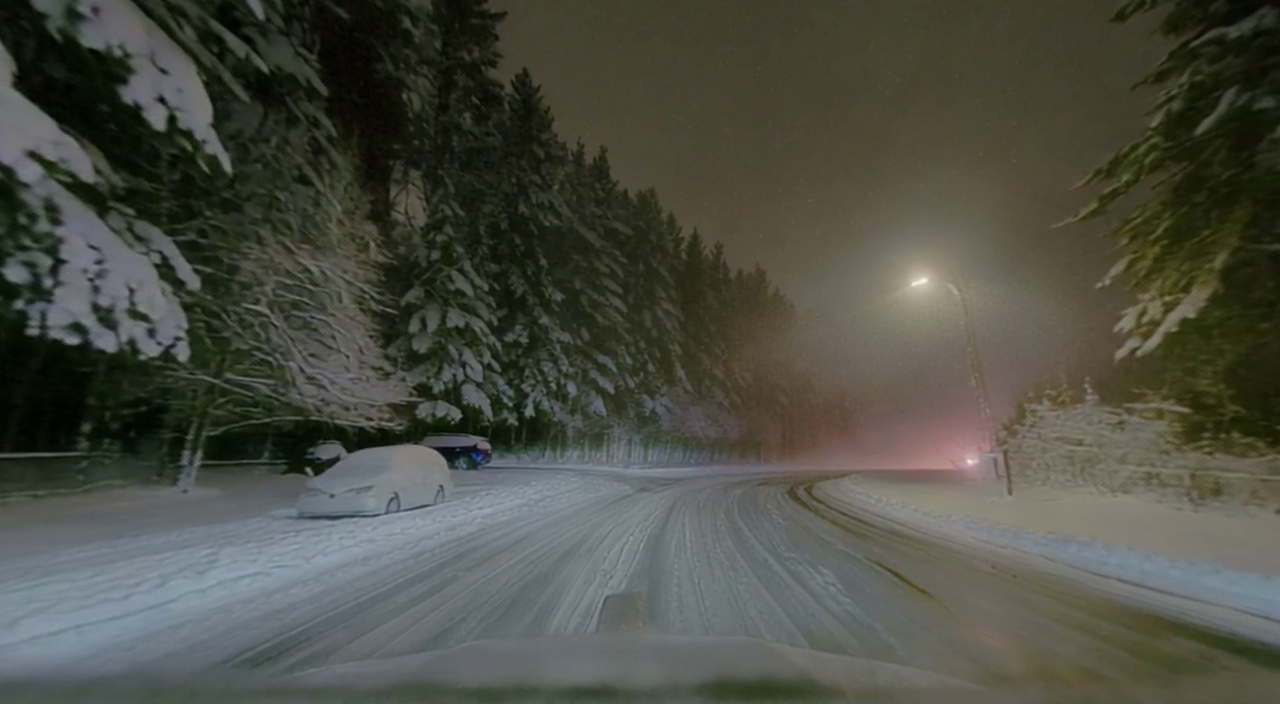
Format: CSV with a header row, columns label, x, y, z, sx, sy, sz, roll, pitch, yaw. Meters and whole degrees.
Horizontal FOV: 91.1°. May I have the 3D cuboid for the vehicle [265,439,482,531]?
label,x,y,z,sx,sy,sz,roll,pitch,yaw
vehicle,-5.115,2.650,13.037,2.166,1.512,4.822,0,-9,3
